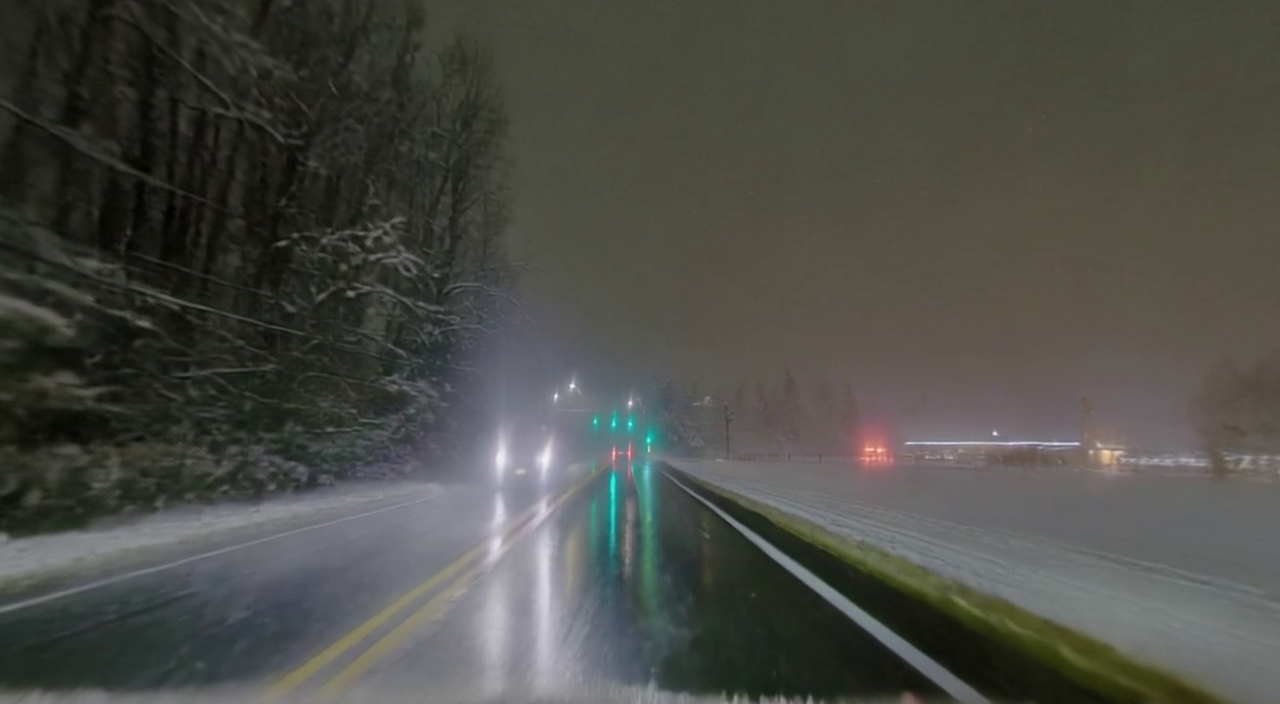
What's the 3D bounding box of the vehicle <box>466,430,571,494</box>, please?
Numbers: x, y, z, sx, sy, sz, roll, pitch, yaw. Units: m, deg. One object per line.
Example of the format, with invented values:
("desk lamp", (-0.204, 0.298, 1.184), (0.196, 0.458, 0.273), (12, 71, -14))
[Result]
("vehicle", (-4.058, 3.846, 22.461), (2.531, 1.923, 6.417), (0, -8, -1))
